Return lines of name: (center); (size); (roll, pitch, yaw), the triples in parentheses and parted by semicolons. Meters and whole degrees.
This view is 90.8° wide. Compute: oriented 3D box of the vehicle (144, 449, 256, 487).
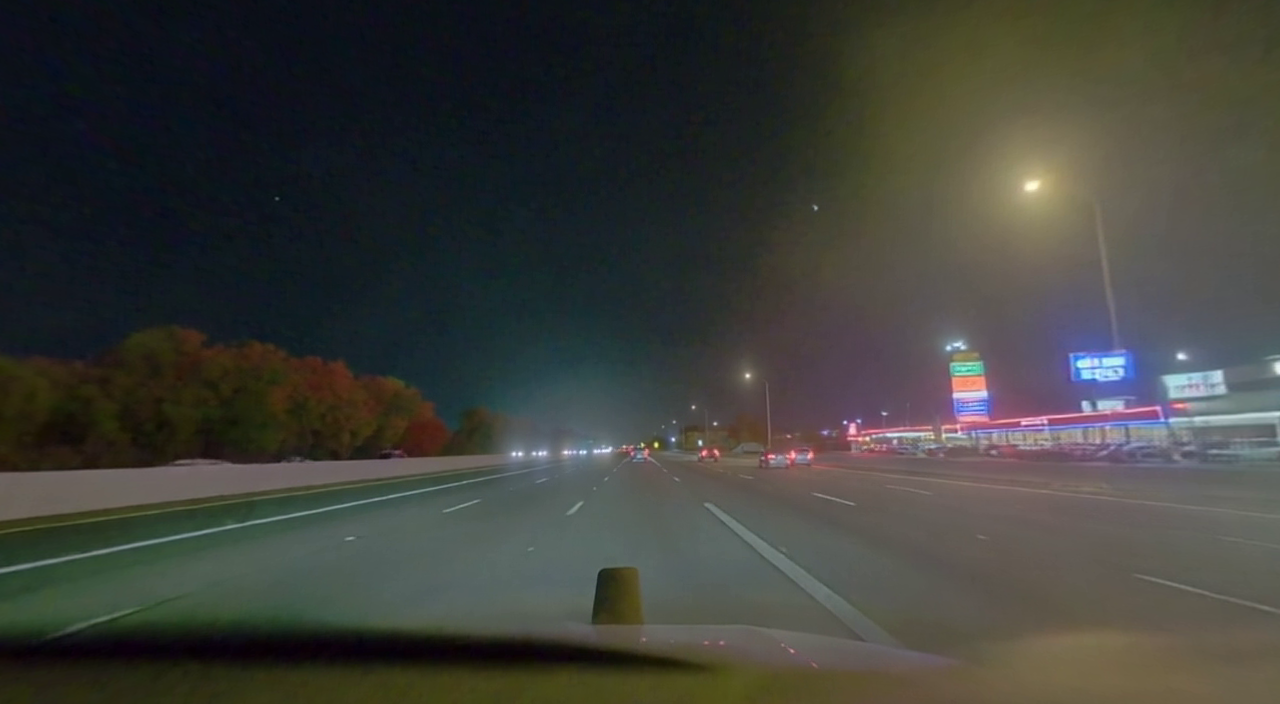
vehicle: (-19.875, 5.227, 28.837); (1.925, 1.547, 4.418); (0, -9, 0)

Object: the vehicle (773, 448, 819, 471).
vehicle: (10.657, 7.350, 43.501); (1.953, 1.473, 4.512); (0, -9, -1)
